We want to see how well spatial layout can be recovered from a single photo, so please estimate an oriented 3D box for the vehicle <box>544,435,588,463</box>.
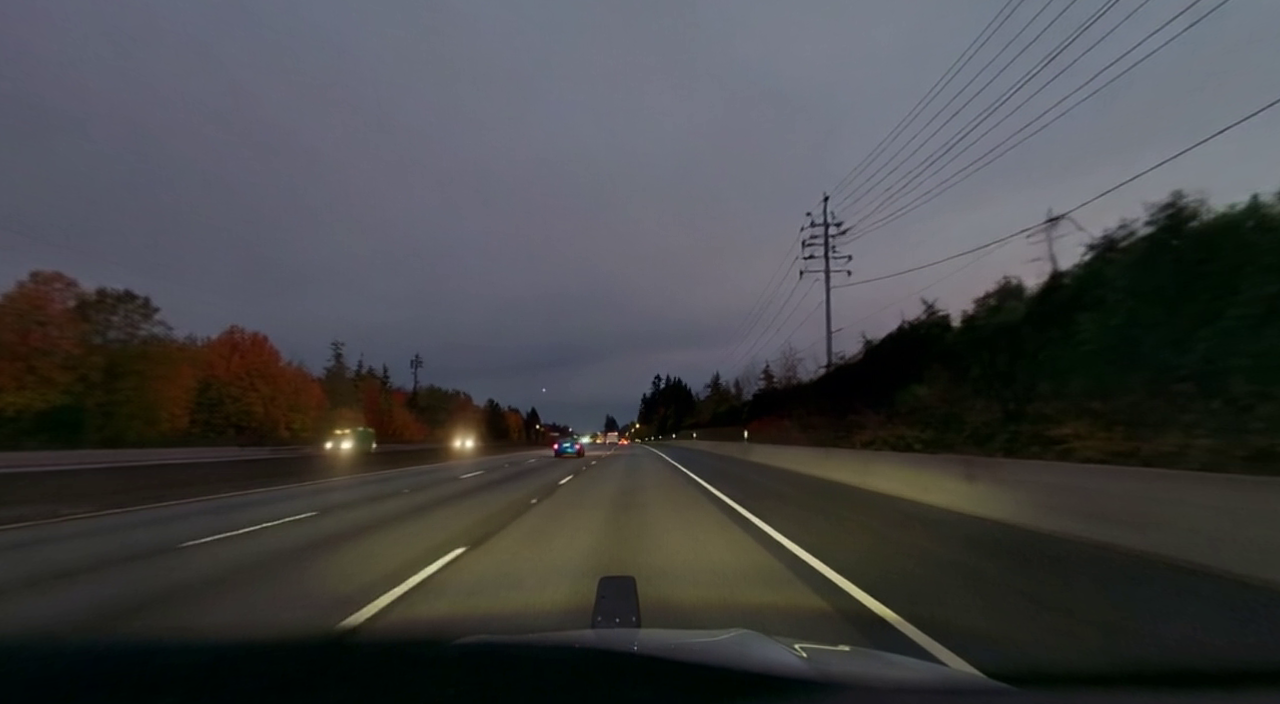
[{"bbox_3d":[-4.063,5.393,35.232,2.025,1.475,4.379,0,-8,-1],"label":"vehicle"}]
